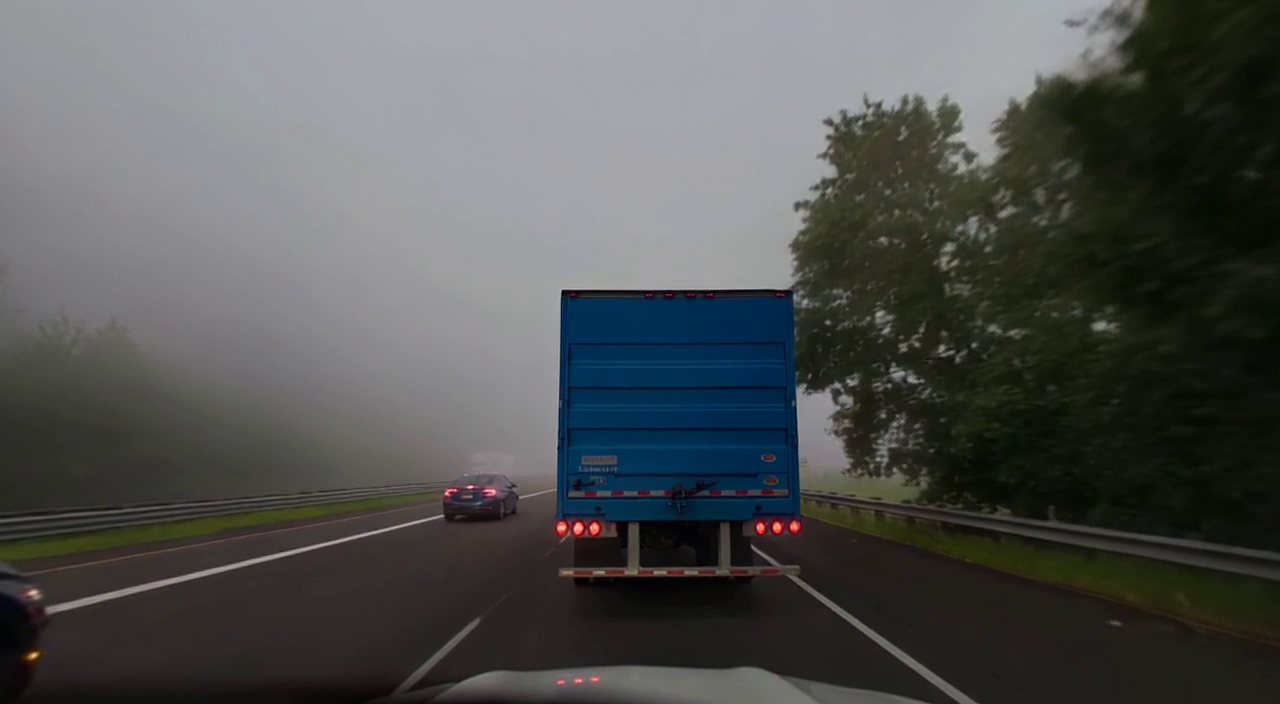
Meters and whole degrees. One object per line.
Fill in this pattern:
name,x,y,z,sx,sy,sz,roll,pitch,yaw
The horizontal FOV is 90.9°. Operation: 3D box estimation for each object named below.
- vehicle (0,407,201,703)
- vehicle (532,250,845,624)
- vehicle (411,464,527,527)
vehicle,-3.965,0.813,1.668,1.983,1.575,4.973,1,-11,0
vehicle,0.596,1.506,10.299,2.831,3.529,8.689,0,-11,2
vehicle,-4.507,3.864,17.361,1.891,1.469,4.431,1,-11,0
